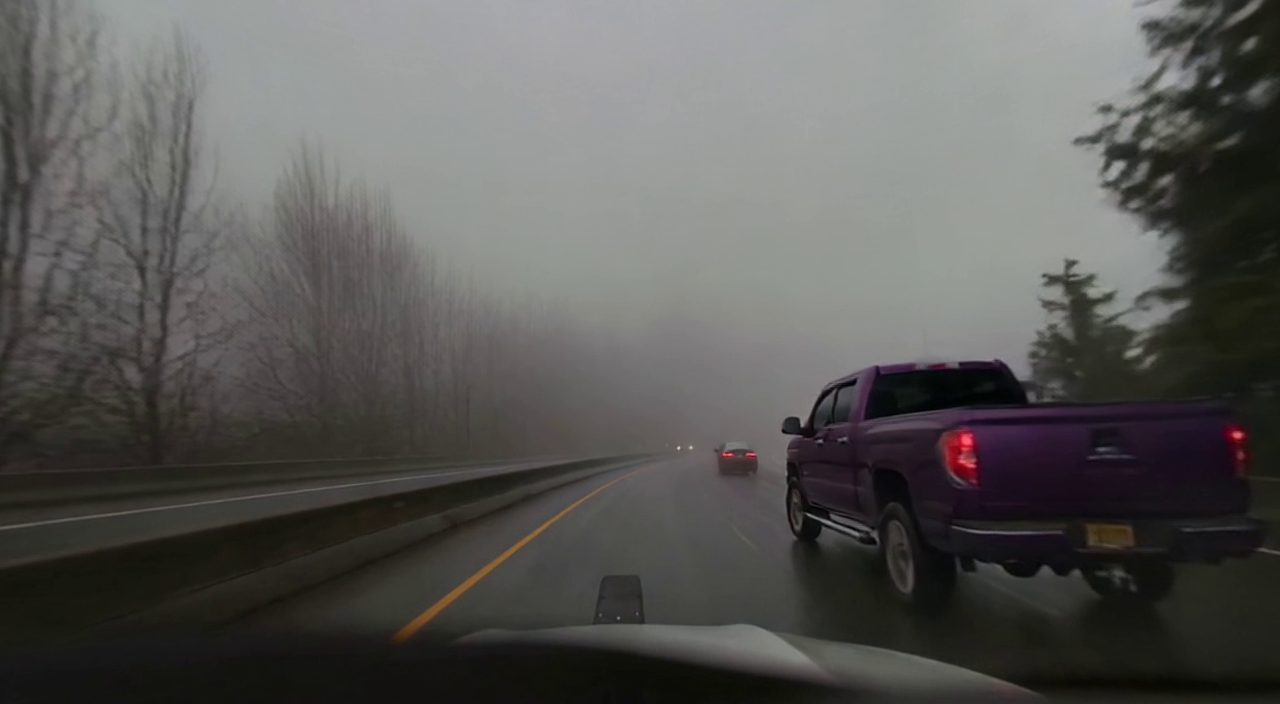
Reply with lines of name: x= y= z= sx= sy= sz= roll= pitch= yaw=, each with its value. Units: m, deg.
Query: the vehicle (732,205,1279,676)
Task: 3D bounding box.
vehicle: x=4.107 y=1.692 z=11.952 sx=2.916 sy=3.563 sz=14.462 roll=-1 pitch=-9 yaw=2
